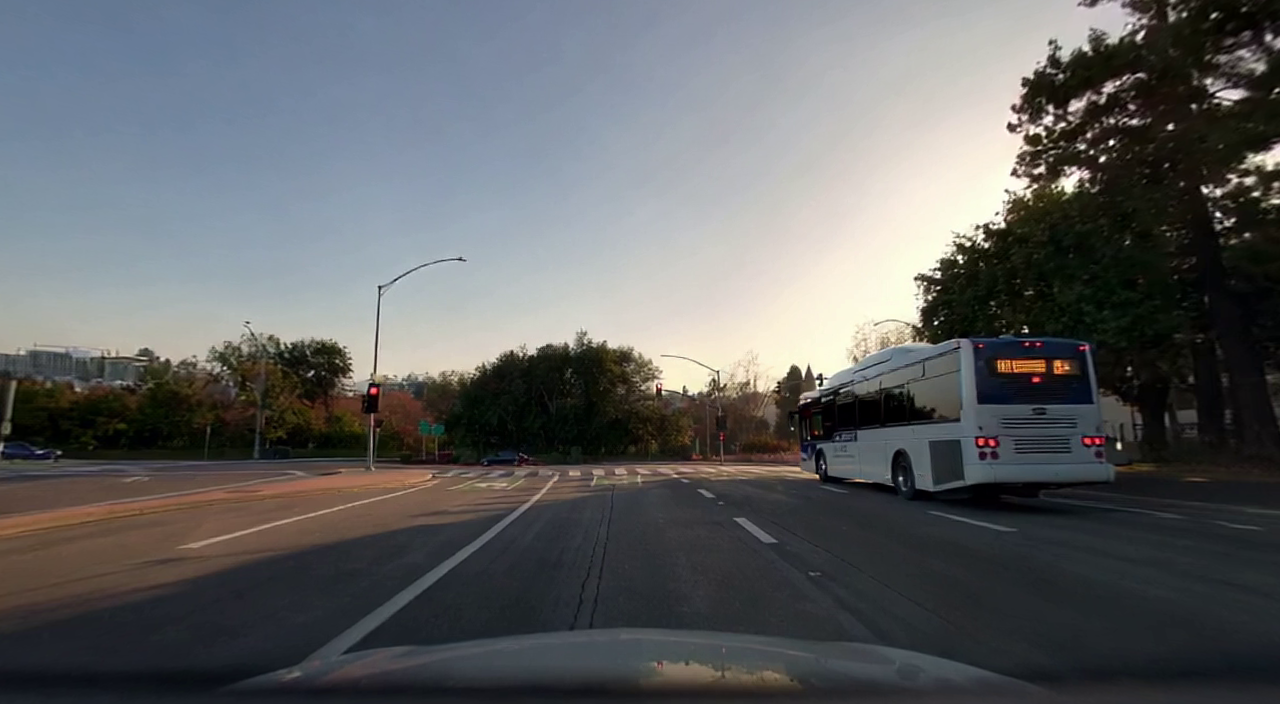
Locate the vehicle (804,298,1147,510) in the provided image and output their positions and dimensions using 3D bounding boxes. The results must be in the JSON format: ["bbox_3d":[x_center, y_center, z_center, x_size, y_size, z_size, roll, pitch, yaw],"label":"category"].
[{"bbox_3d":[8.027,1.918,18.619,2.916,4.009,13.397,0,-8,1],"label":"vehicle"}]
